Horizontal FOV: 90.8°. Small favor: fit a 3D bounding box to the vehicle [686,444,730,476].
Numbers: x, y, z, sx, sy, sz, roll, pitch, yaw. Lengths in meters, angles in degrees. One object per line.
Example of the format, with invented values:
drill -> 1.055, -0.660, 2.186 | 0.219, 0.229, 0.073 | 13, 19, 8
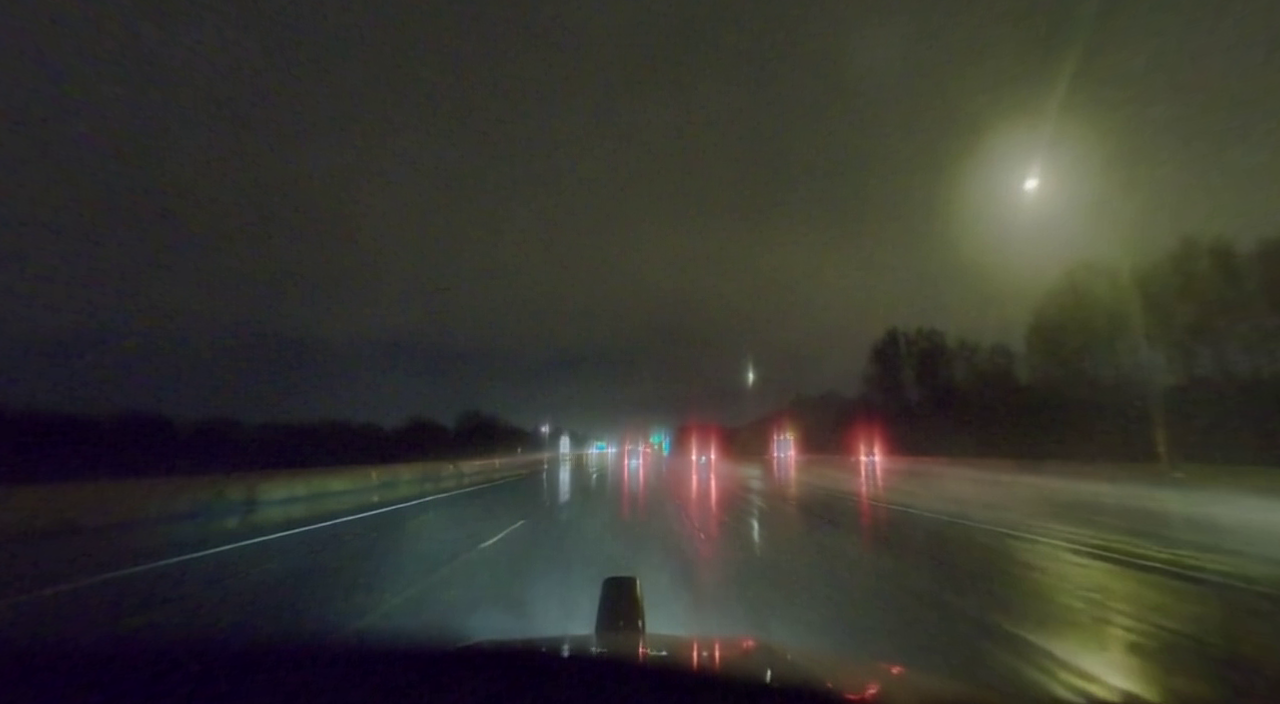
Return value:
vehicle -> 3.943, 6.344, 37.337 | 2.133, 1.746, 4.511 | 0, -9, 0
